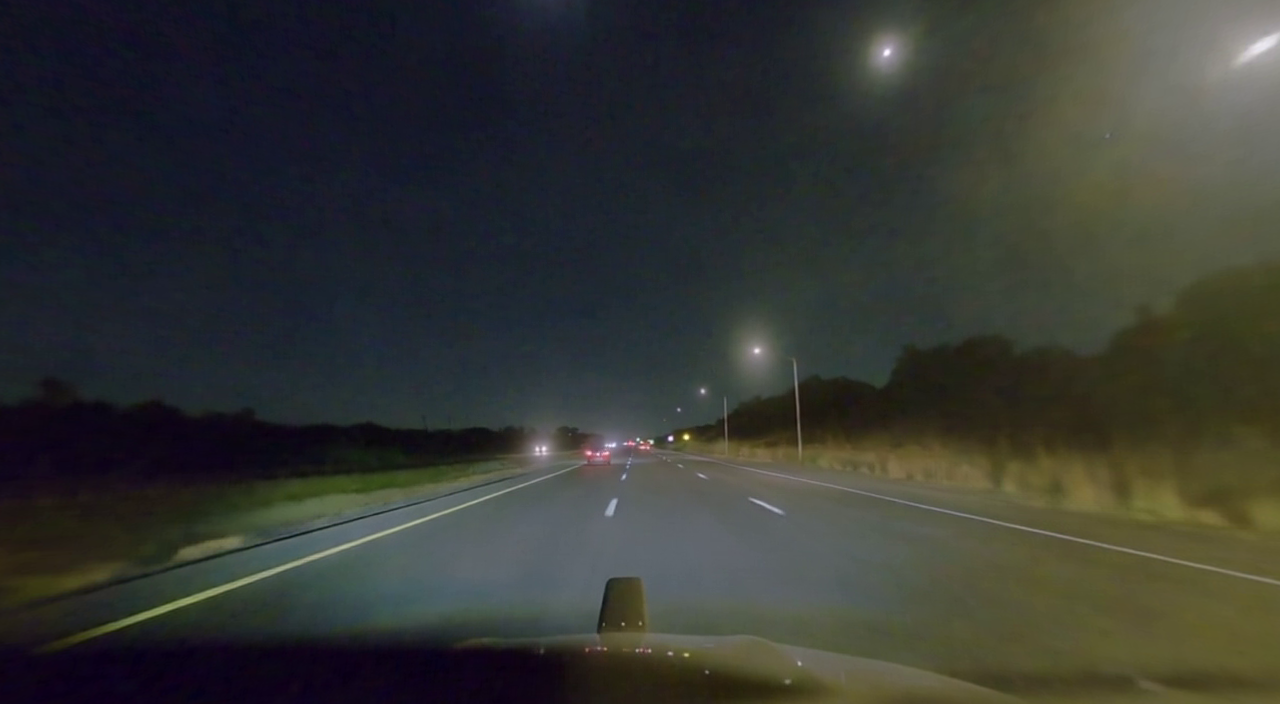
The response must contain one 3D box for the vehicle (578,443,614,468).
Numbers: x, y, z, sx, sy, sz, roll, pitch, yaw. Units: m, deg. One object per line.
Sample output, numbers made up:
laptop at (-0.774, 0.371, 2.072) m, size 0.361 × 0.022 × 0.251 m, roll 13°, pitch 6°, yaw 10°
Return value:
vehicle at (-2.654, 6.409, 39.285) m, size 1.991 × 1.475 × 4.302 m, roll 0°, pitch -8°, yaw -1°
